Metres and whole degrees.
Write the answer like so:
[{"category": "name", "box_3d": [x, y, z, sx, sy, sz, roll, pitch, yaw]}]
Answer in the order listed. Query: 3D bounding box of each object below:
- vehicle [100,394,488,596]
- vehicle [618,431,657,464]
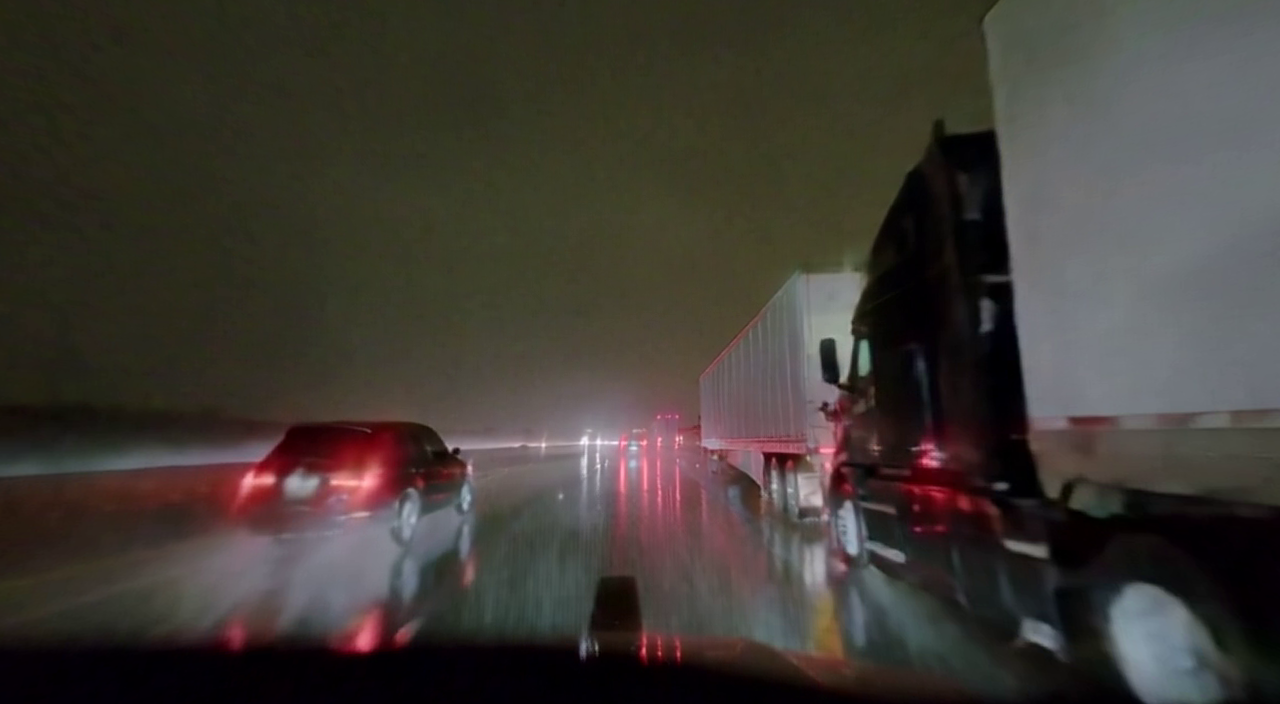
[{"category": "vehicle", "box_3d": [-3.612, 1.586, 7.875, 2.326, 1.761, 4.450, 0, -8, 0]}, {"category": "vehicle", "box_3d": [-0.206, 6.390, 42.288, 2.456, 2.007, 4.728, 0, -8, -2]}]
